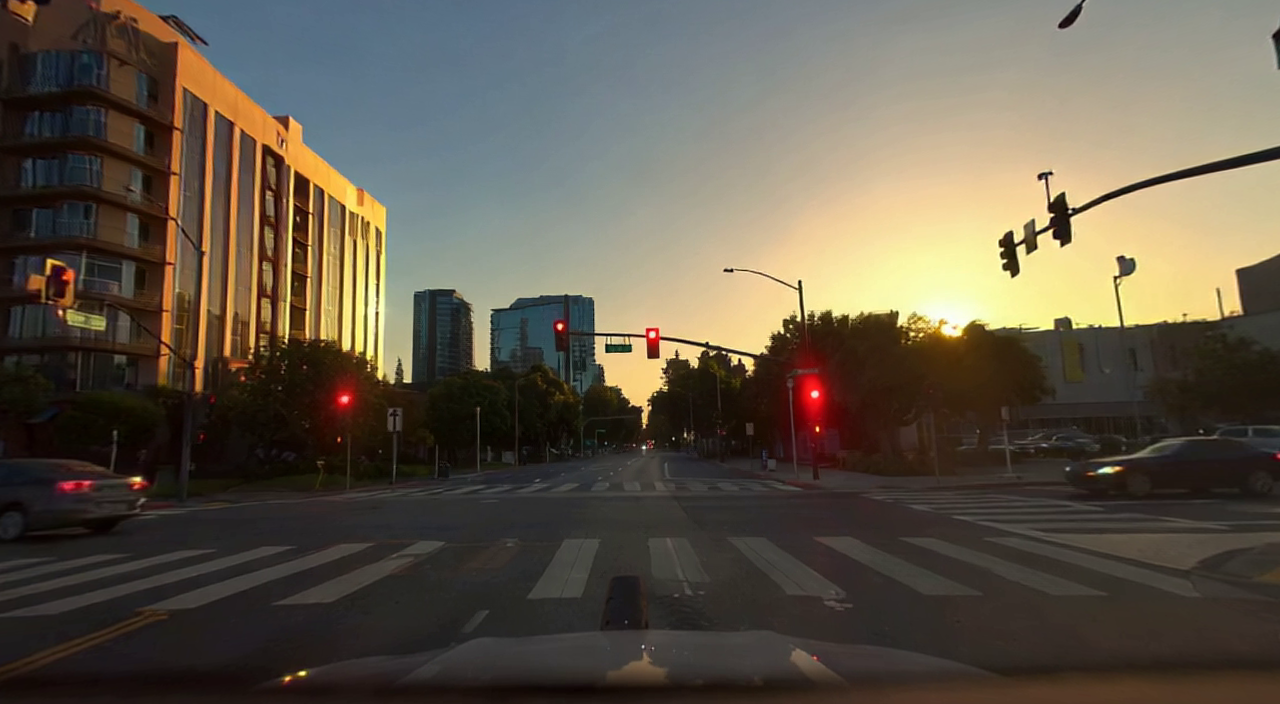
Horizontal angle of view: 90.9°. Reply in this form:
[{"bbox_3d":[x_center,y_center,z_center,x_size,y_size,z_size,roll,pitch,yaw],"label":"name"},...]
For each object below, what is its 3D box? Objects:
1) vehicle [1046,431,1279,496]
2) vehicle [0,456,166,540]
[{"bbox_3d":[13.239,2.745,15.727,4.847,1.484,1.926,0,-8,0],"label":"vehicle"},{"bbox_3d":[-13.016,2.956,13.047,4.808,1.524,1.967,0,-8,1],"label":"vehicle"}]
